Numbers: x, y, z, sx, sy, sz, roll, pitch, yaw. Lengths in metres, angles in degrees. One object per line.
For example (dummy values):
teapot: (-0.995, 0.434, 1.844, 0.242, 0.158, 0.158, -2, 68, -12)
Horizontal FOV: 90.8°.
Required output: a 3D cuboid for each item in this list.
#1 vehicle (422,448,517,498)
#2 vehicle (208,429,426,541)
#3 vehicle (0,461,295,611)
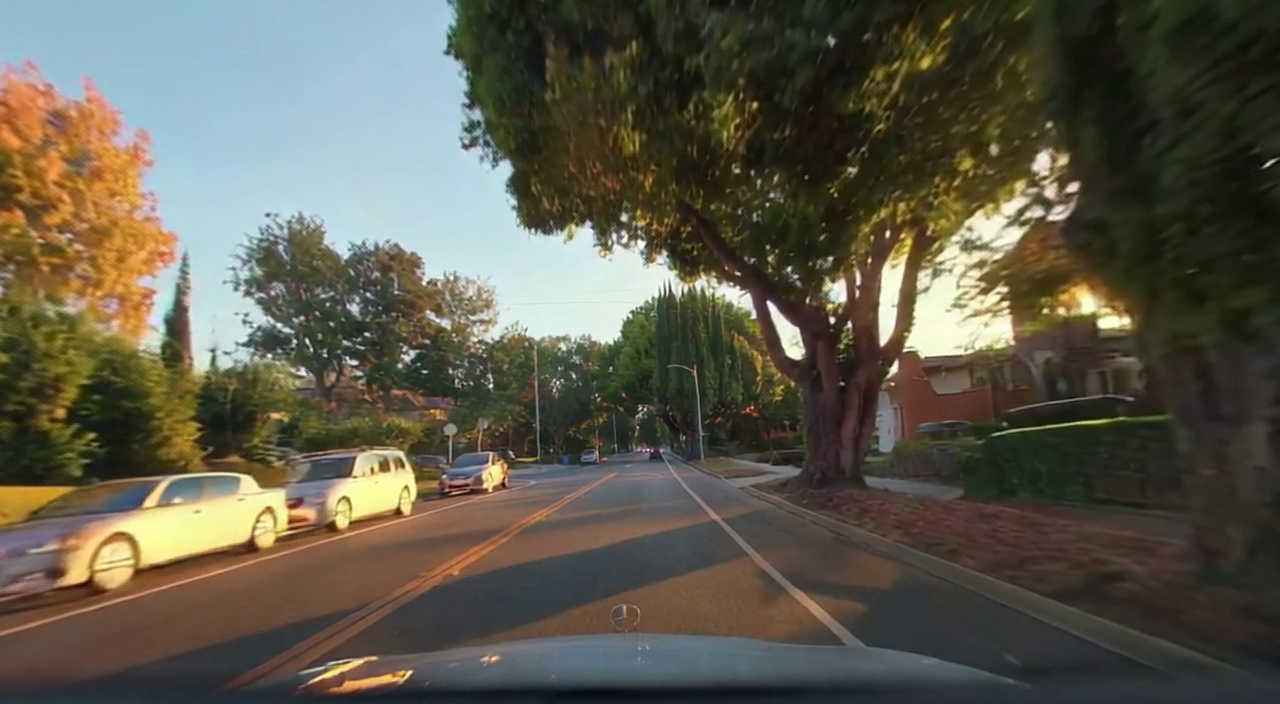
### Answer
vehicle: (-6.546, 4.701, 25.091, 1.984, 1.732, 5.628, 0, -9, 2)
vehicle: (-6.823, 2.895, 14.275, 2.012, 1.902, 5.437, -4, -10, 1)
vehicle: (-7.067, 2.340, 8.925, 1.960, 1.486, 4.217, 0, -9, 1)
